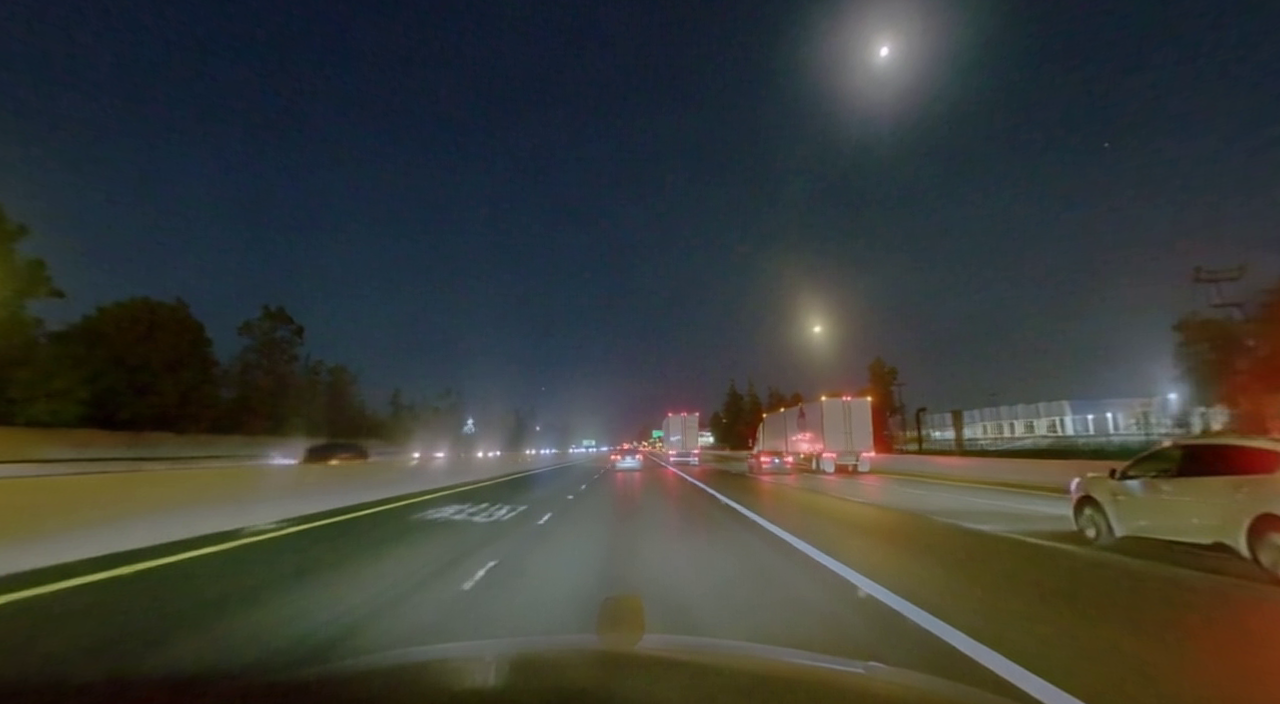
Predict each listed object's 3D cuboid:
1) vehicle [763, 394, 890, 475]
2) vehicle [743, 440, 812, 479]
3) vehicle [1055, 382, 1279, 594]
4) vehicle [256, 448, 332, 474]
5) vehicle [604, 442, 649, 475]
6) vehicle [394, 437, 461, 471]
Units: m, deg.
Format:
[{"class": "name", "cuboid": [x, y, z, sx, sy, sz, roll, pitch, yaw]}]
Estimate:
[{"class": "vehicle", "cuboid": [11.312, 5.589, 41.268, 2.898, 4.171, 17.188, 0, -9, -1]}, {"class": "vehicle", "cuboid": [6.253, 4.952, 29.304, 2.154, 1.658, 4.347, 0, -9, 0]}, {"class": "vehicle", "cuboid": [7.309, 1.341, 6.320, 2.369, 2.007, 5.700, 0, -9, 0]}, {"class": "vehicle", "cuboid": [-20.662, 6.518, 37.968, 1.895, 1.457, 4.677, 0, -9, 0]}, {"class": "vehicle", "cuboid": [-0.680, 5.406, 32.183, 2.163, 1.551, 4.180, 0, -9, -1]}, {"class": "vehicle", "cuboid": [-12.896, 6.227, 38.724, 2.179, 1.895, 5.631, 0, -9, -1]}]
